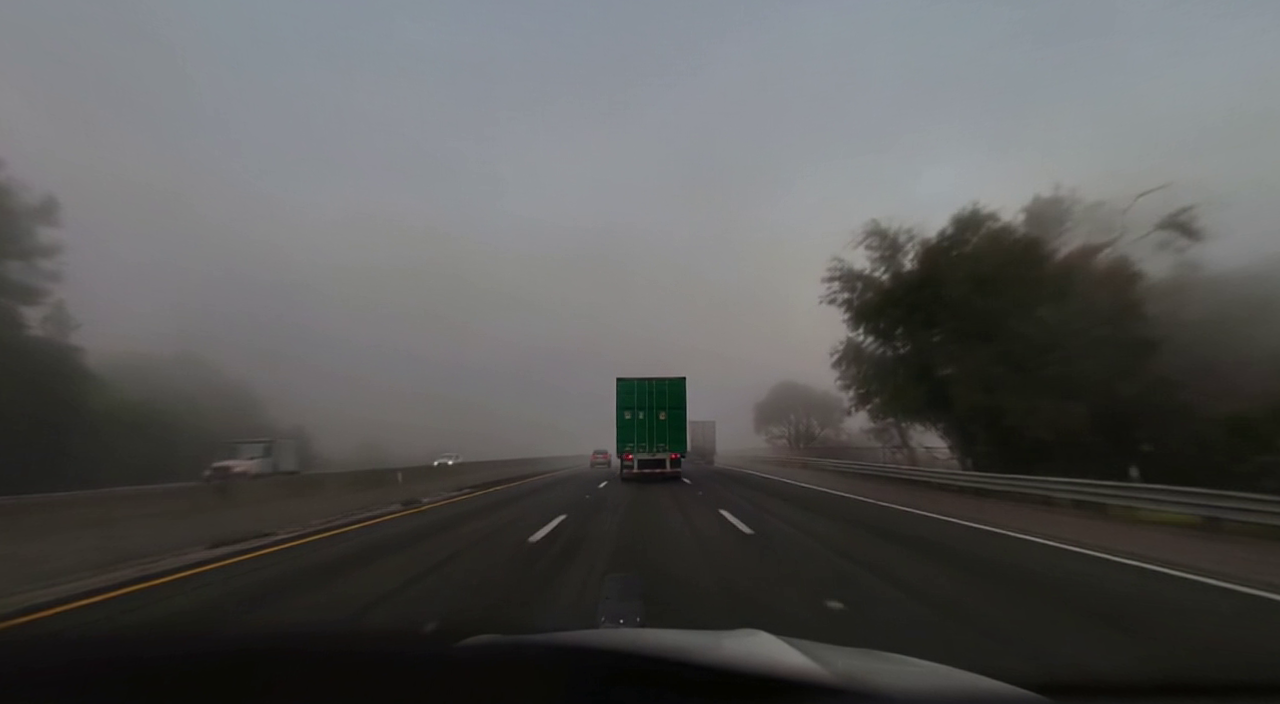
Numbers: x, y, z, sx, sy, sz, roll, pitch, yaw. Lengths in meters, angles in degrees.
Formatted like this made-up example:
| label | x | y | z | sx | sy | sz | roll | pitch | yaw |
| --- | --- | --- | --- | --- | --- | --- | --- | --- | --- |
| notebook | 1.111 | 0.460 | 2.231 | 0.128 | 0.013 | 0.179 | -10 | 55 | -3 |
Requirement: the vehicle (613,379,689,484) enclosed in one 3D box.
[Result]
| label | x | y | z | sx | sy | sz | roll | pitch | yaw |
| --- | --- | --- | --- | --- | --- | --- | --- | --- | --- |
| vehicle | 0.463 | 3.942 | 30.155 | 2.932 | 4.042 | 11.054 | 0 | -9 | 0 |

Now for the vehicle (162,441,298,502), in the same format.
| label | x | y | z | sx | sy | sz | roll | pitch | yaw |
| --- | --- | --- | --- | --- | --- | --- | --- | --- | --- |
| vehicle | -18.772 | 5.447 | 29.362 | 2.296 | 2.503 | 5.755 | 0 | -9 | 1 |
